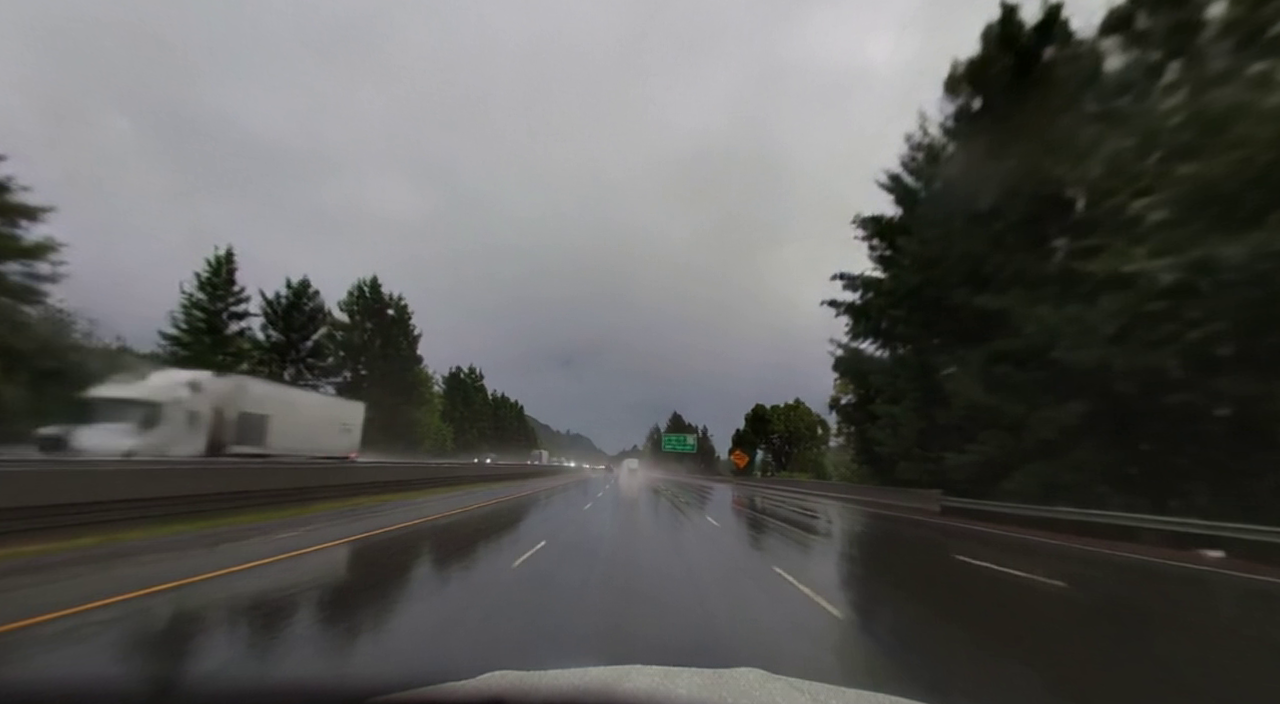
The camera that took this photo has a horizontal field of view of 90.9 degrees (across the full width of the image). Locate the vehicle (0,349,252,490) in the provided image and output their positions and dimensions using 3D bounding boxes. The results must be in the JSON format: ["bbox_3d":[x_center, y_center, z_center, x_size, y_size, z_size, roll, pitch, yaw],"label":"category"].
[{"bbox_3d":[-16.040,2.360,20.351,2.975,3.883,5.859,1,-10,1],"label":"vehicle"}]
